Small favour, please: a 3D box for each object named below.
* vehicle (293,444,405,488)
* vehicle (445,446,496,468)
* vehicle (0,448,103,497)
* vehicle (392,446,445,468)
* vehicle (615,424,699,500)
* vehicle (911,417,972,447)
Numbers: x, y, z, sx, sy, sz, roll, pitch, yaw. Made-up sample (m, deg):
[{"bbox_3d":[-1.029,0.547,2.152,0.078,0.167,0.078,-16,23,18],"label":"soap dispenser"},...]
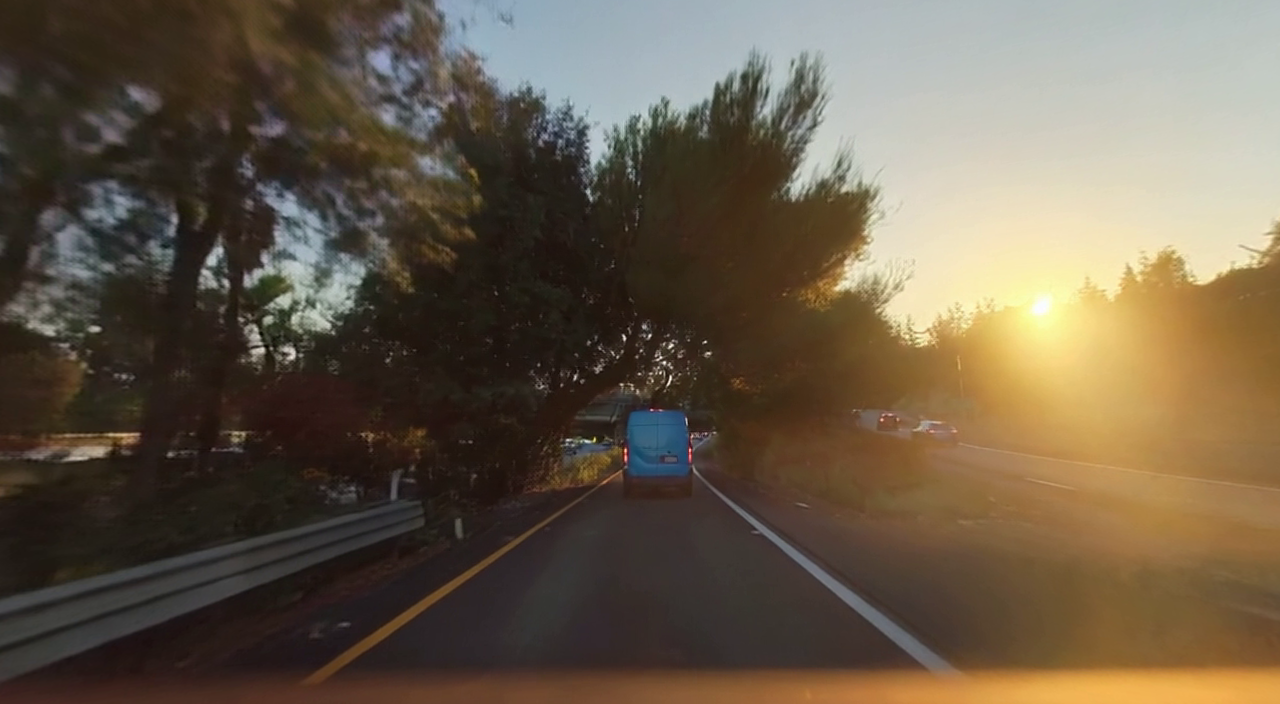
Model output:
[{"bbox_3d":[-11.471,4.493,25.275,1.958,1.545,4.588,-1,-8,5],"label":"vehicle"},{"bbox_3d":[-11.727,7.288,43.967,1.918,1.451,4.668,-1,-9,4],"label":"vehicle"},{"bbox_3d":[-20.483,3.889,20.511,1.884,1.447,4.502,-1,-8,3],"label":"vehicle"},{"bbox_3d":[-15.765,7.482,45.133,1.825,1.437,4.692,-1,-8,4],"label":"vehicle"},{"bbox_3d":[0.435,3.045,17.773,2.043,1.821,4.558,-1,-8,0],"label":"vehicle"},{"bbox_3d":[17.934,4.825,37.770,2.098,1.654,4.637,-2,-9,11],"label":"vehicle"}]
